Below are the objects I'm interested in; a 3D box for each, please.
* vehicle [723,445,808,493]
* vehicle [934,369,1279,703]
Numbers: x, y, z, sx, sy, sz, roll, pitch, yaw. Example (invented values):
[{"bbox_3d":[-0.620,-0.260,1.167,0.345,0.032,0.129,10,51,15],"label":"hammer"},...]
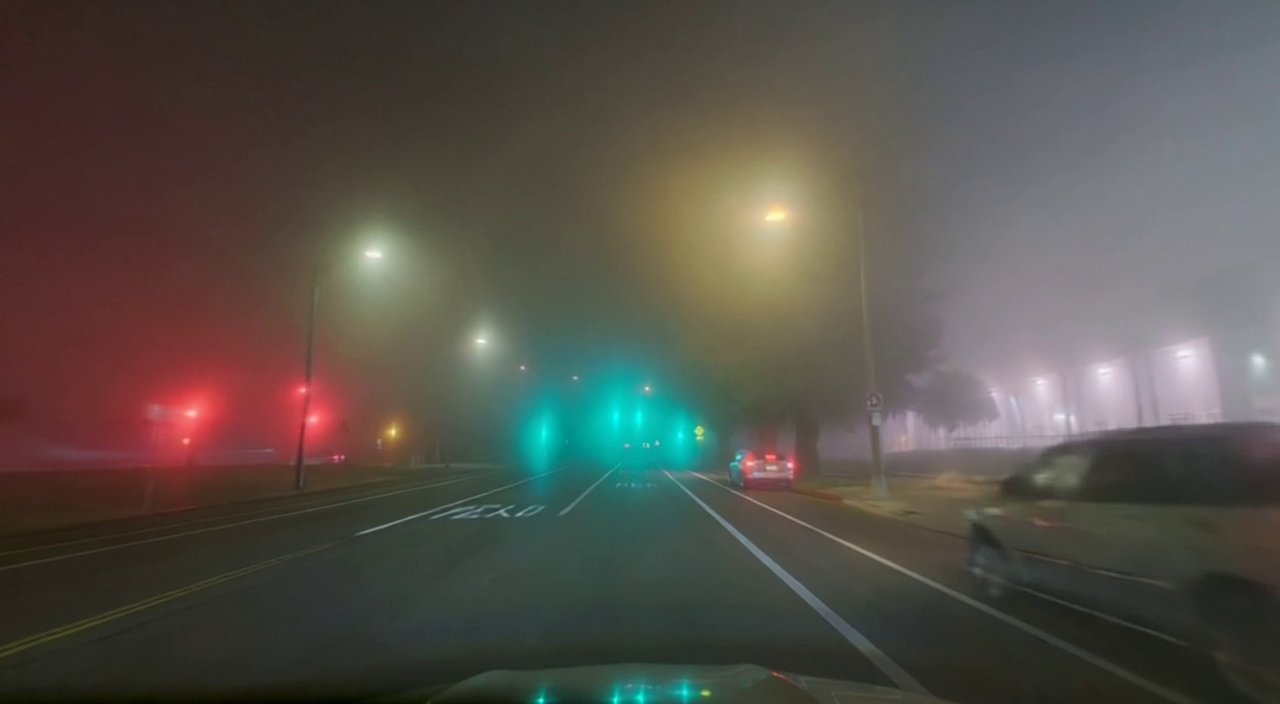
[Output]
[{"bbox_3d":[4.192,3.963,21.784,1.856,1.462,4.501,0,-8,-2],"label":"vehicle"},{"bbox_3d":[4.084,1.150,4.297,1.957,1.753,4.413,0,-8,-1],"label":"vehicle"}]
